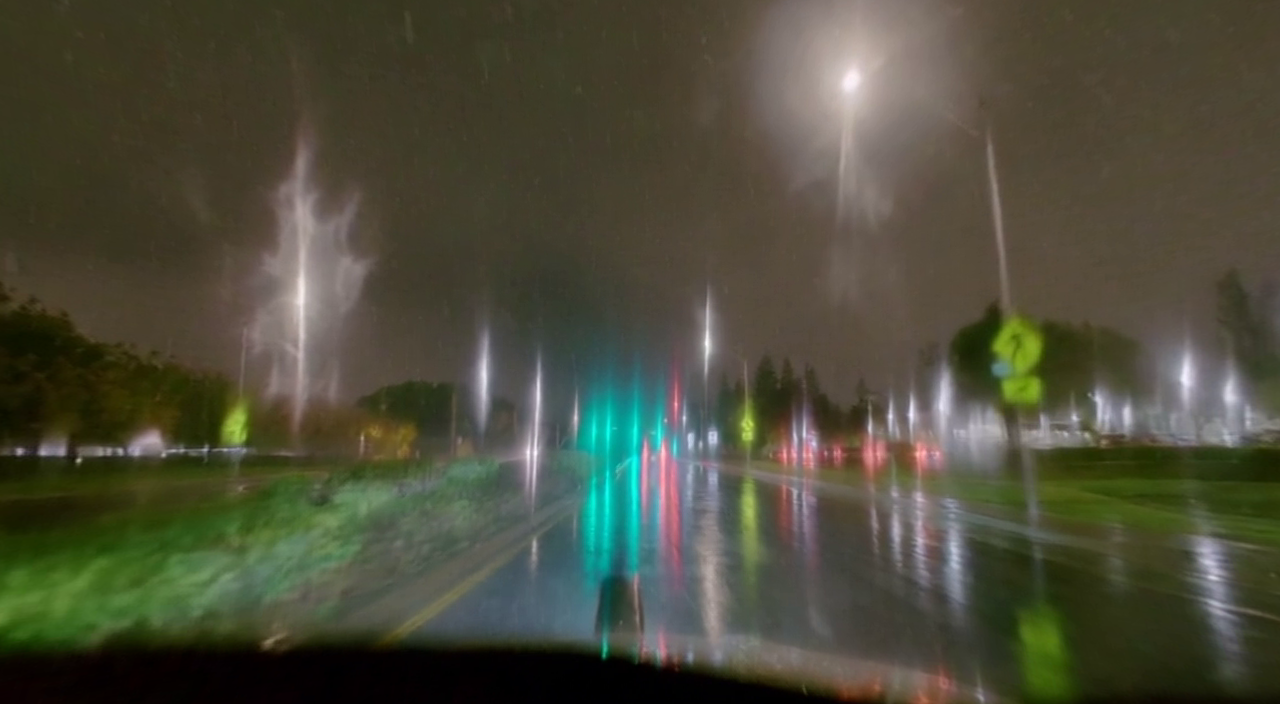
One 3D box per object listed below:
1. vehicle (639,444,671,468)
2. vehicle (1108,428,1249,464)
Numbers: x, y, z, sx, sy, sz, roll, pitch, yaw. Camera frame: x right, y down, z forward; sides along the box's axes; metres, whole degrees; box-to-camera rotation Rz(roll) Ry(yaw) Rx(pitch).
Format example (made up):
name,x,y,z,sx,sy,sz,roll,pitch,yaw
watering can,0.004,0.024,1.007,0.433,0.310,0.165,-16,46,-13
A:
name,x,y,z,sx,sy,sz,roll,pitch,yaw
vehicle,1.026,7.432,45.236,2.158,1.600,3.865,0,-8,-1
vehicle,26.885,4.740,31.875,2.143,1.623,5.235,1,-8,-7
